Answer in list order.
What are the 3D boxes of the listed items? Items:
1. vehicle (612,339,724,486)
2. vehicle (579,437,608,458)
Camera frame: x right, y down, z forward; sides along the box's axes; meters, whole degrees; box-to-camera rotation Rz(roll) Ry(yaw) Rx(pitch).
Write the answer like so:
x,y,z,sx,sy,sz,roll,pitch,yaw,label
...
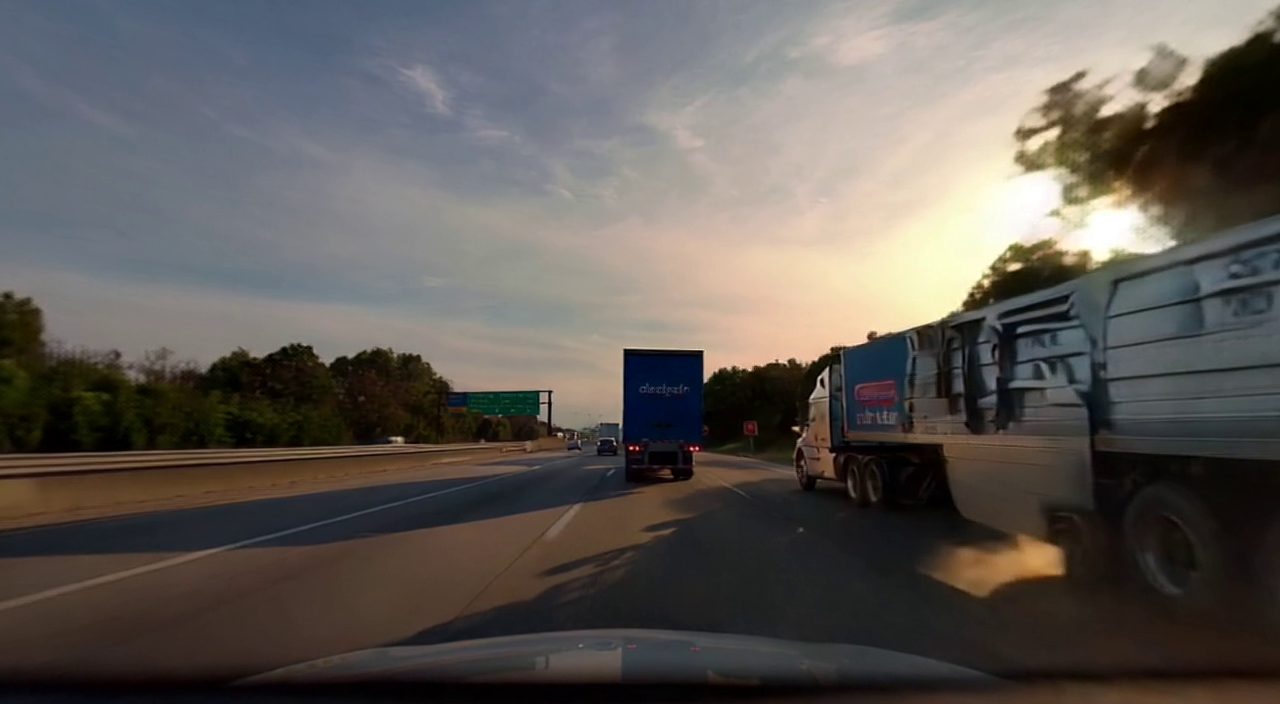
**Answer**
x,y,z,sx,sy,sz,roll,pitch,yaw,label
0.729,2.232,21.561,2.920,3.860,10.035,0,-8,0,vehicle
-3.524,7.178,47.478,2.075,1.509,3.835,0,-8,-4,vehicle
